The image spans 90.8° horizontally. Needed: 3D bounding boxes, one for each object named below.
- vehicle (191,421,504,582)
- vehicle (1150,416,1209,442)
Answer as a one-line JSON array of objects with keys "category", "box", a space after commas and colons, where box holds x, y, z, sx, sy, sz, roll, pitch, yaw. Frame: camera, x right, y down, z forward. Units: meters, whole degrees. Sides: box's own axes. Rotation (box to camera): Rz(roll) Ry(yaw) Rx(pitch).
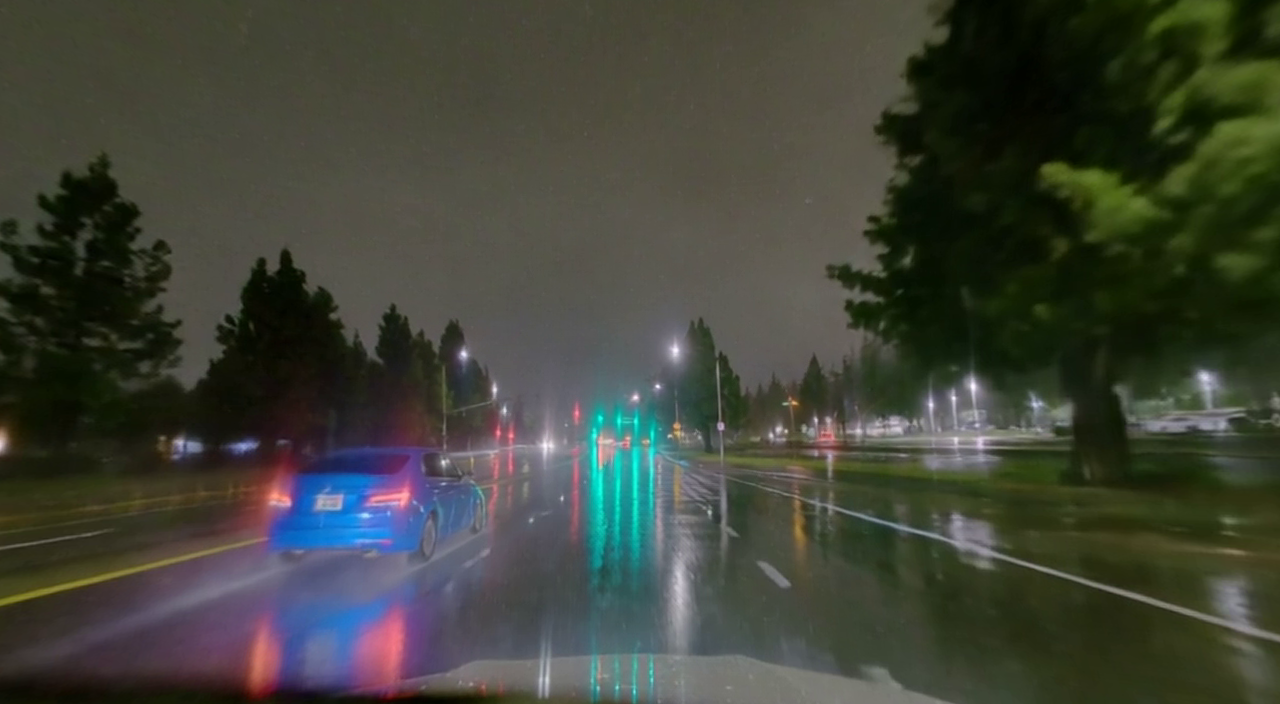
[{"category": "vehicle", "box": [-3.159, 1.688, 7.962, 1.964, 1.472, 4.078, 0, -8, 0]}, {"category": "vehicle", "box": [31.240, 4.437, 36.695, 1.690, 1.378, 3.826, -6, -8, 27]}]
